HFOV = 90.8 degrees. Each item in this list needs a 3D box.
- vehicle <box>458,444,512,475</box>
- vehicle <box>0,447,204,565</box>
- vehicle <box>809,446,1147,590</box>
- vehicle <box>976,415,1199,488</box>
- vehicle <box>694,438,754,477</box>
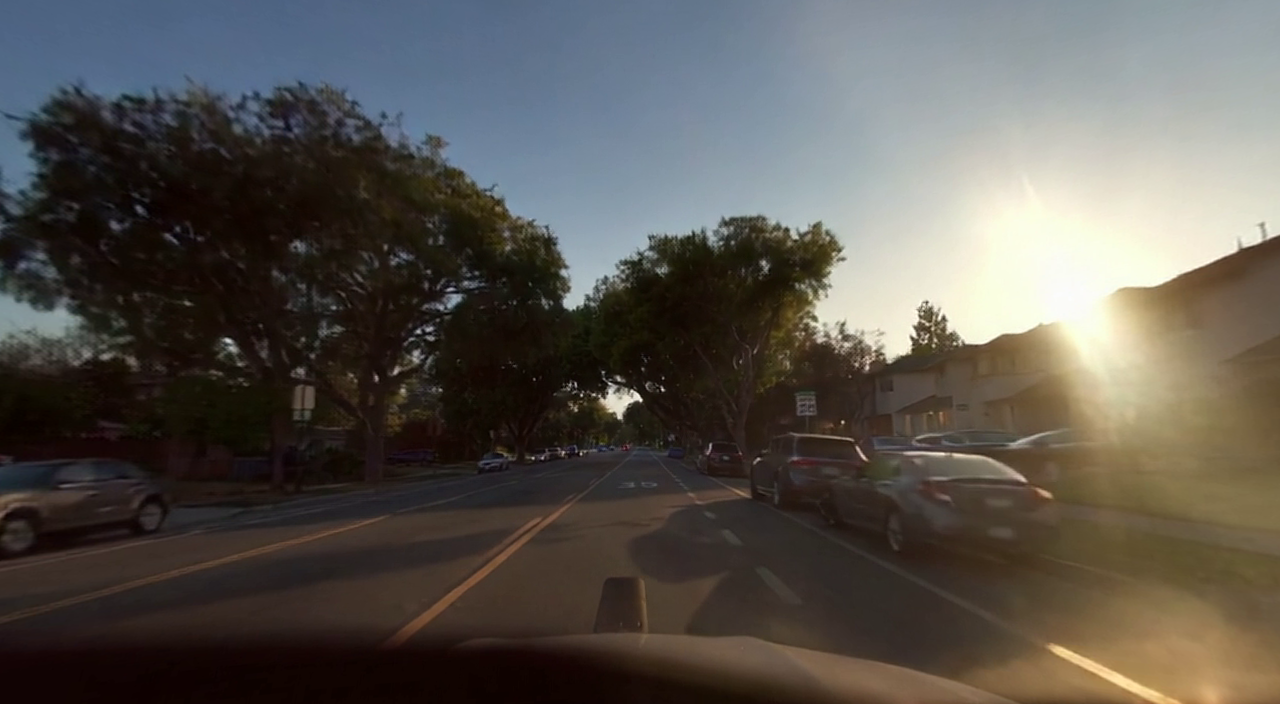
[{"bbox_3d":[-10.745,7.524,44.302,2.338,1.871,5.795,-3,-9,0],"label":"vehicle"},{"bbox_3d":[-10.765,2.667,11.433,2.093,1.767,5.120,-1,-9,0],"label":"vehicle"},{"bbox_3d":[4.126,2.070,8.979,2.087,1.454,4.914,0,-8,0],"label":"vehicle"},{"bbox_3d":[11.947,2.697,17.153,4.415,1.705,1.914,-3,-9,4],"label":"vehicle"},{"bbox_3d":[4.132,5.291,31.883,2.254,1.812,4.817,0,-8,-1],"label":"vehicle"}]
